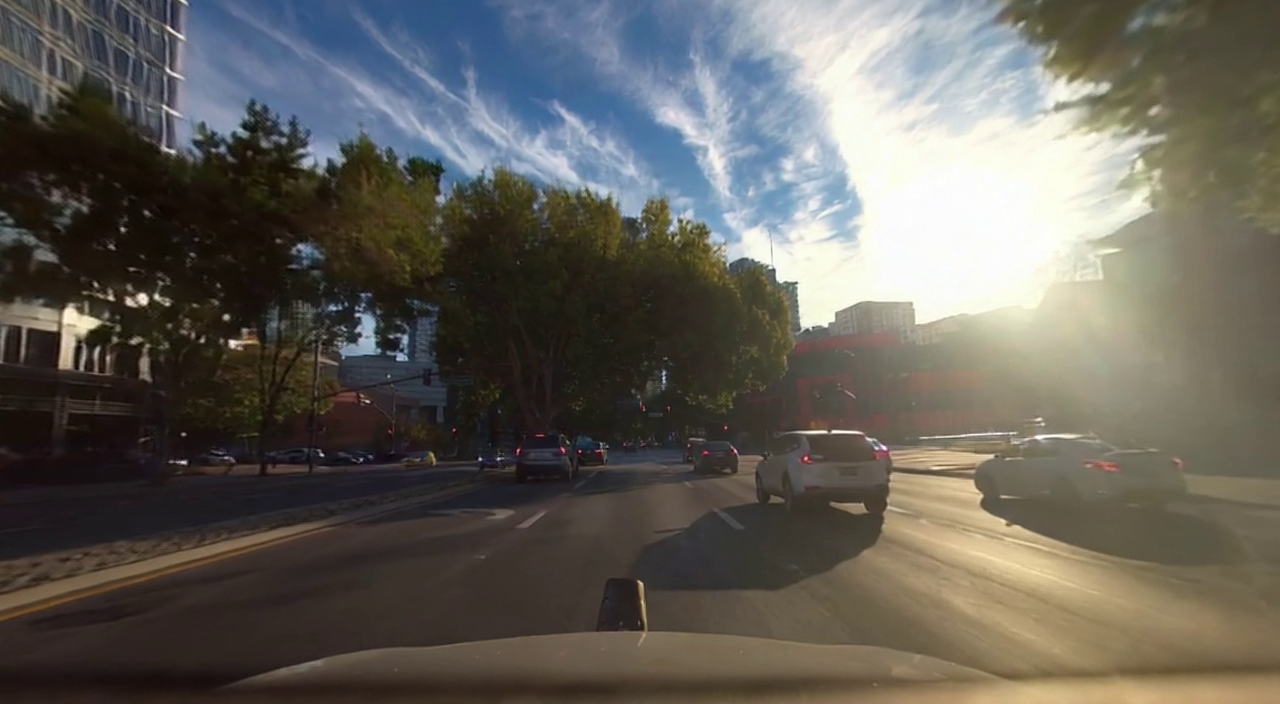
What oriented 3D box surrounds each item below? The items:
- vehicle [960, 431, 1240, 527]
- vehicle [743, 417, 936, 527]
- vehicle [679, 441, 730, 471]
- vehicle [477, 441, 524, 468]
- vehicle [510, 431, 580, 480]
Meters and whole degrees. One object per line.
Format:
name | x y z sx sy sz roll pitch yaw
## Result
vehicle | 8.528 2.367 12.453 1.944 1.503 4.723 0 -8 0
vehicle | 3.594 2.268 12.539 2.152 1.742 4.704 0 -8 -2
vehicle | 3.339 5.468 33.482 2.054 1.473 4.511 0 -8 -2
vehicle | -9.055 6.675 41.411 2.036 1.655 4.529 0 -8 0
vehicle | -3.715 4.126 25.363 2.155 1.797 3.989 -1 -8 0
